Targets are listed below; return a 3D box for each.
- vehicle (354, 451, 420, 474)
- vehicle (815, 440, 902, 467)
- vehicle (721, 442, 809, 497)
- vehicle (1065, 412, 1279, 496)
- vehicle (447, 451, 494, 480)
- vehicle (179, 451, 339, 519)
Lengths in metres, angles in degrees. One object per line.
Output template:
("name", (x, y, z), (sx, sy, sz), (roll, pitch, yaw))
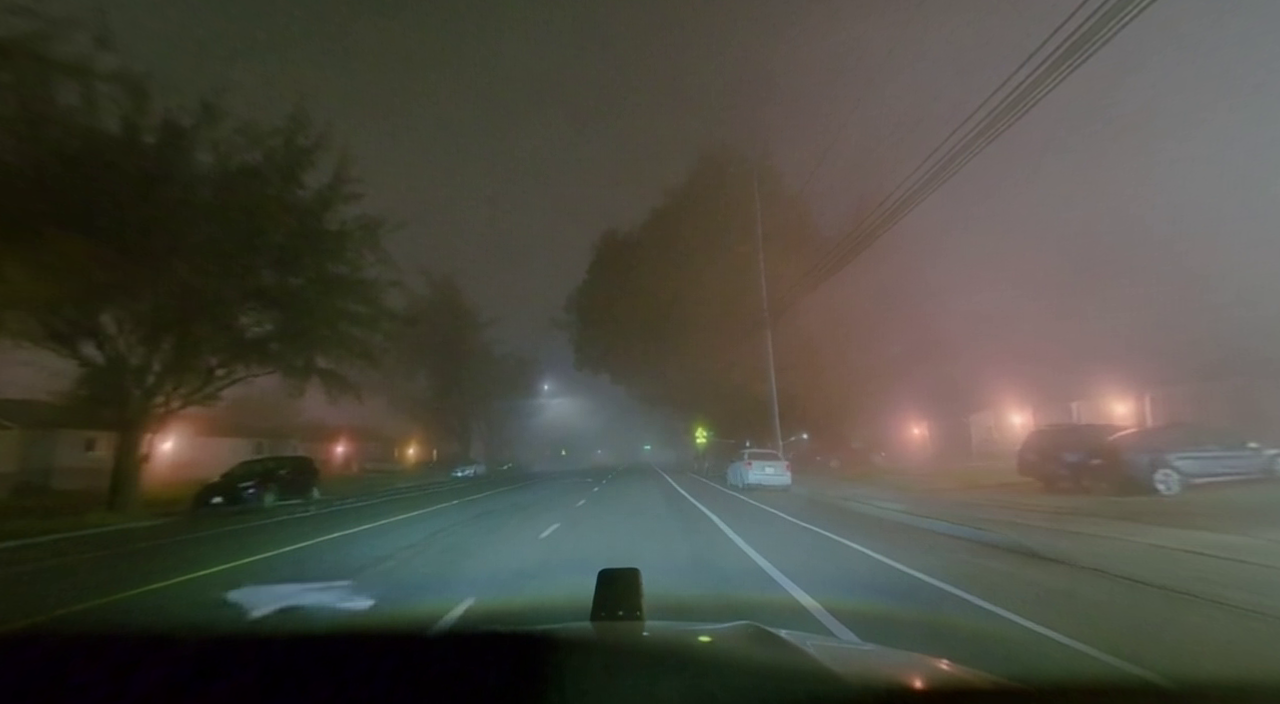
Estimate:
("vehicle", (-19.949, 8.706, 49.959), (4.359, 1.727, 2.029), (0, -9, -2))
("vehicle", (12.422, 5.797, 36.088), (4.285, 1.434, 1.740), (0, -9, 0))
("vehicle", (4.059, 3.891, 21.306), (2.007, 1.657, 4.362), (0, -9, -1))
("vehicle", (12.224, 2.209, 13.816), (4.364, 1.677, 2.006), (0, -9, 0))
("vehicle", (-10.909, 7.367, 40.997), (1.964, 1.667, 4.217), (-3, -10, -2))
("vehicle", (-10.953, 3.799, 18.631), (2.091, 1.717, 4.392), (0, -9, -3))
